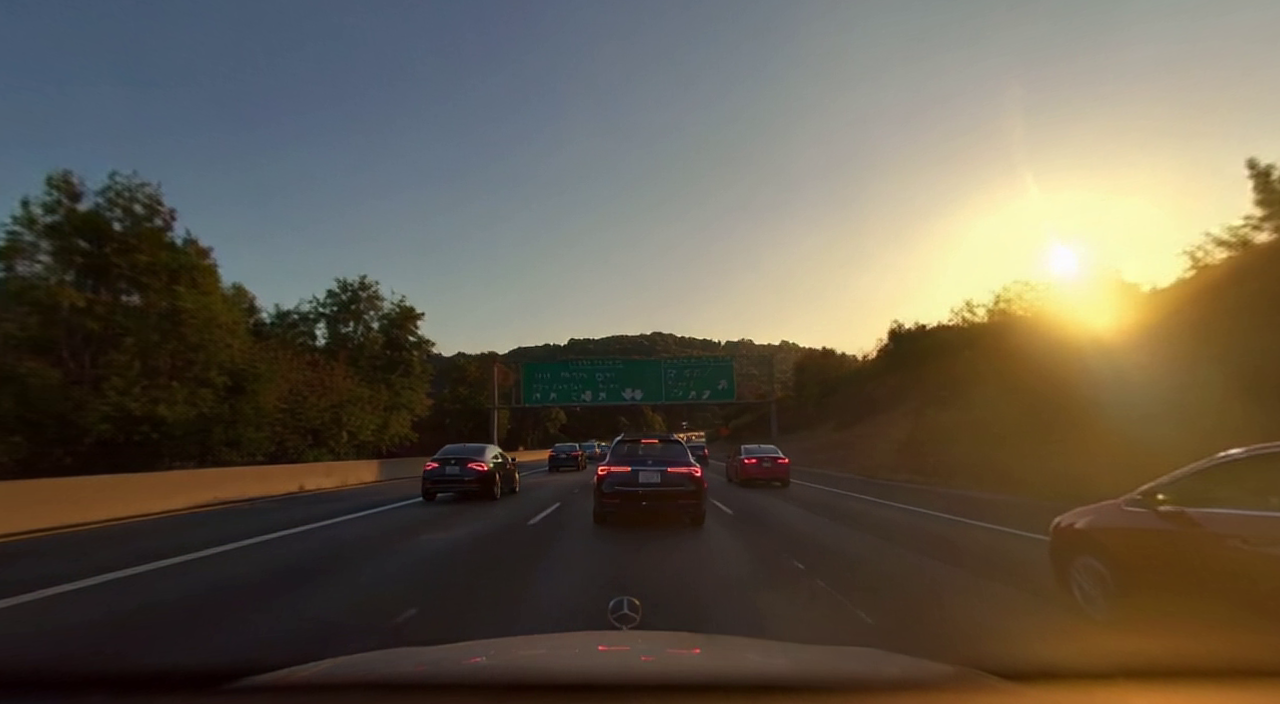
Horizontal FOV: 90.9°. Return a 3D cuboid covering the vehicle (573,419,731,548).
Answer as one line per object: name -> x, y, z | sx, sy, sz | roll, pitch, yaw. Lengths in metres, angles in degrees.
vehicle -> 0.154, 2.042, 10.332 | 2.093, 1.695, 3.782 | 0, -9, 0

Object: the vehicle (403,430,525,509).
vehicle -> -4.191, 2.853, 15.662 | 1.890, 1.708, 3.844 | 0, -9, 0

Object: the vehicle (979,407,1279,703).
vehicle -> 3.678, 0.956, 2.672 | 1.953, 1.434, 4.511 | 0, -9, 0

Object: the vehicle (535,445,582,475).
vehicle -> -4.172, 5.624, 32.966 | 1.910, 1.468, 3.781 | 0, -9, 1

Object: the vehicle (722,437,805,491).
vehicle -> 3.986, 3.678, 20.930 | 1.905, 1.590, 3.746 | 0, -9, -1
